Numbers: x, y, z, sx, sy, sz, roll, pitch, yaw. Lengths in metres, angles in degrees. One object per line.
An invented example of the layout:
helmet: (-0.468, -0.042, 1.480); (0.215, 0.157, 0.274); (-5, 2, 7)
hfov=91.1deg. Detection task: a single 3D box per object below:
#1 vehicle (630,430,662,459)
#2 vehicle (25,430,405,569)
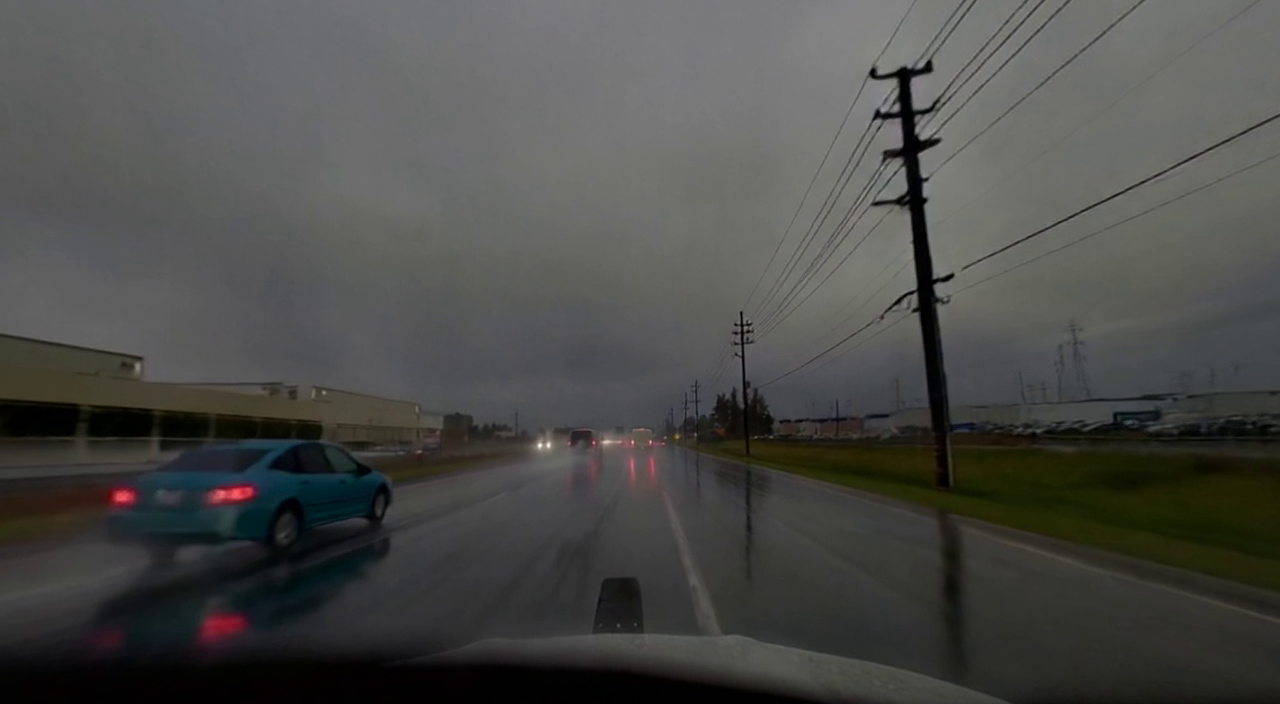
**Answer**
vehicle: (0.390, 6.852, 46.650); (2.213, 1.997, 4.456); (0, -8, -1)
vehicle: (-5.443, 1.901, 9.160); (2.087, 1.464, 4.853); (0, -8, 1)
